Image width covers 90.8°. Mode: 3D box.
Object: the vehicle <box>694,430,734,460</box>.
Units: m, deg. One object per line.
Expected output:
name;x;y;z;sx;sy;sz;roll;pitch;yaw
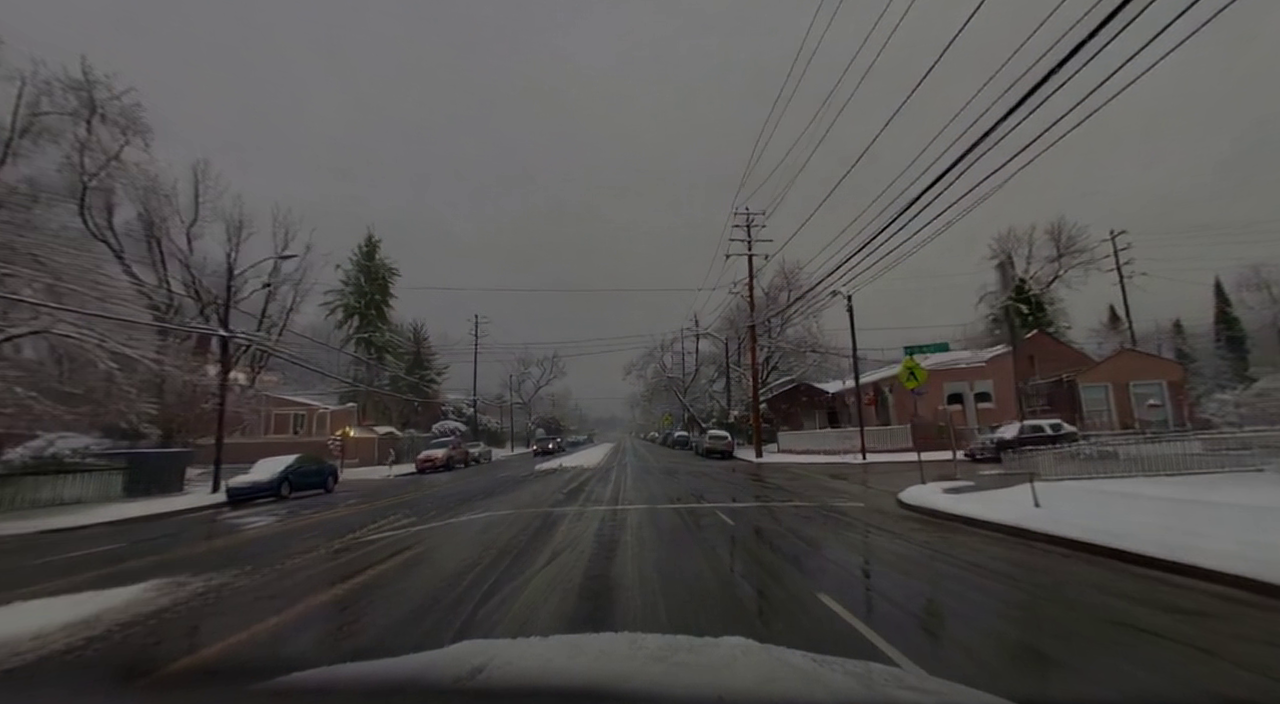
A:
vehicle;4.302;5.499;37.376;1.867;1.680;4.176;0;-8;0

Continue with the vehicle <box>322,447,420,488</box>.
vehicle;-11.138;4.776;26.599;2.082;1.540;4.654;0;-8;0

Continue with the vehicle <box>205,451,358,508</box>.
vehicle;-11.122;3.957;20.107;1.970;1.523;4.702;-1;-8;2

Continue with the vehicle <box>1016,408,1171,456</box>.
vehicle;19.397;3.468;27.226;4.973;1.974;2.140;1;-9;-1

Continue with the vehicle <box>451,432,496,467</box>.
vehicle;-11.349;6.637;43.258;1.926;1.998;4.447;-4;-6;-1

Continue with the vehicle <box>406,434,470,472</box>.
vehicle;-11.200;5.630;35.372;2.056;1.980;4.763;0;-8;-1

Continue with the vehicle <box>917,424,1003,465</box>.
vehicle;13.824;3.939;27.141;2.122;1.474;4.313;-10;-10;41
